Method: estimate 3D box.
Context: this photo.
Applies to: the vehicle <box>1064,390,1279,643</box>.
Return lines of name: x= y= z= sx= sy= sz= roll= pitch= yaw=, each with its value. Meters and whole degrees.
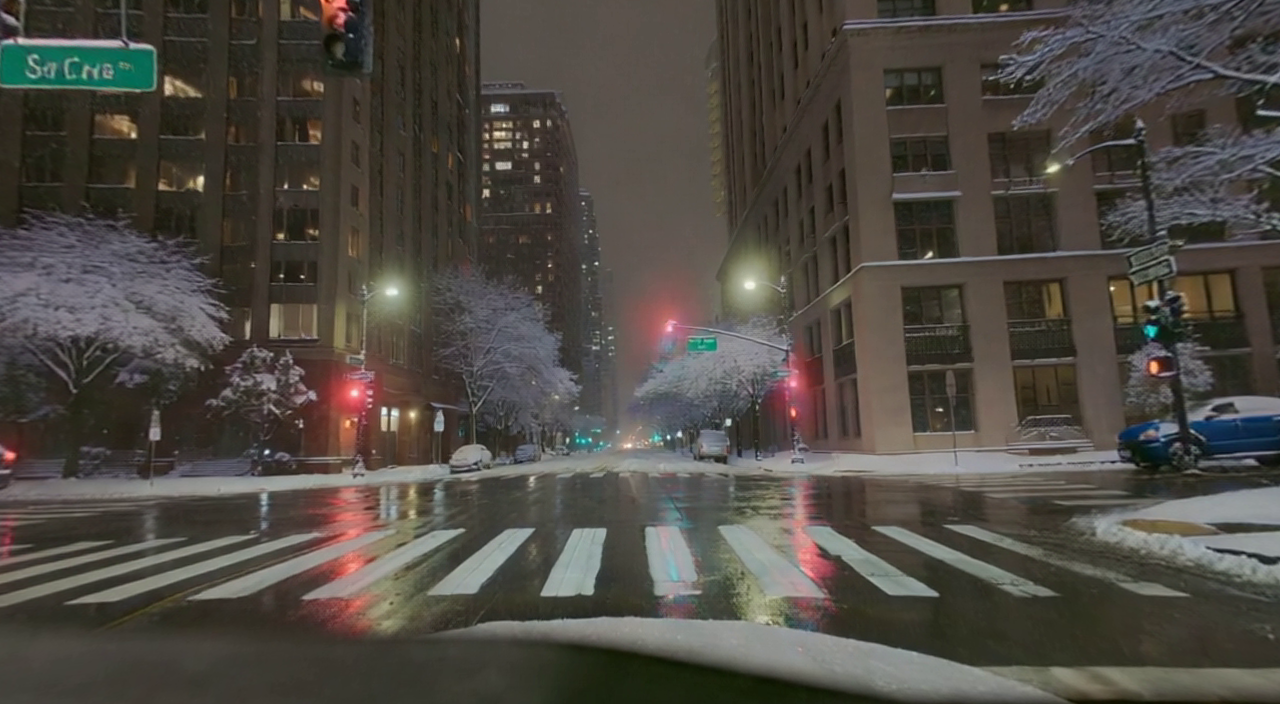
vehicle: x=5.648 y=1.138 z=4.251 sx=2.070 sy=1.804 sz=4.881 roll=0 pitch=-8 yaw=-1

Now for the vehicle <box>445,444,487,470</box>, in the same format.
vehicle: x=-12.448 y=7.509 z=45.380 sx=1.935 sy=1.639 sz=4.244 roll=-3 pitch=-8 yaw=-2
